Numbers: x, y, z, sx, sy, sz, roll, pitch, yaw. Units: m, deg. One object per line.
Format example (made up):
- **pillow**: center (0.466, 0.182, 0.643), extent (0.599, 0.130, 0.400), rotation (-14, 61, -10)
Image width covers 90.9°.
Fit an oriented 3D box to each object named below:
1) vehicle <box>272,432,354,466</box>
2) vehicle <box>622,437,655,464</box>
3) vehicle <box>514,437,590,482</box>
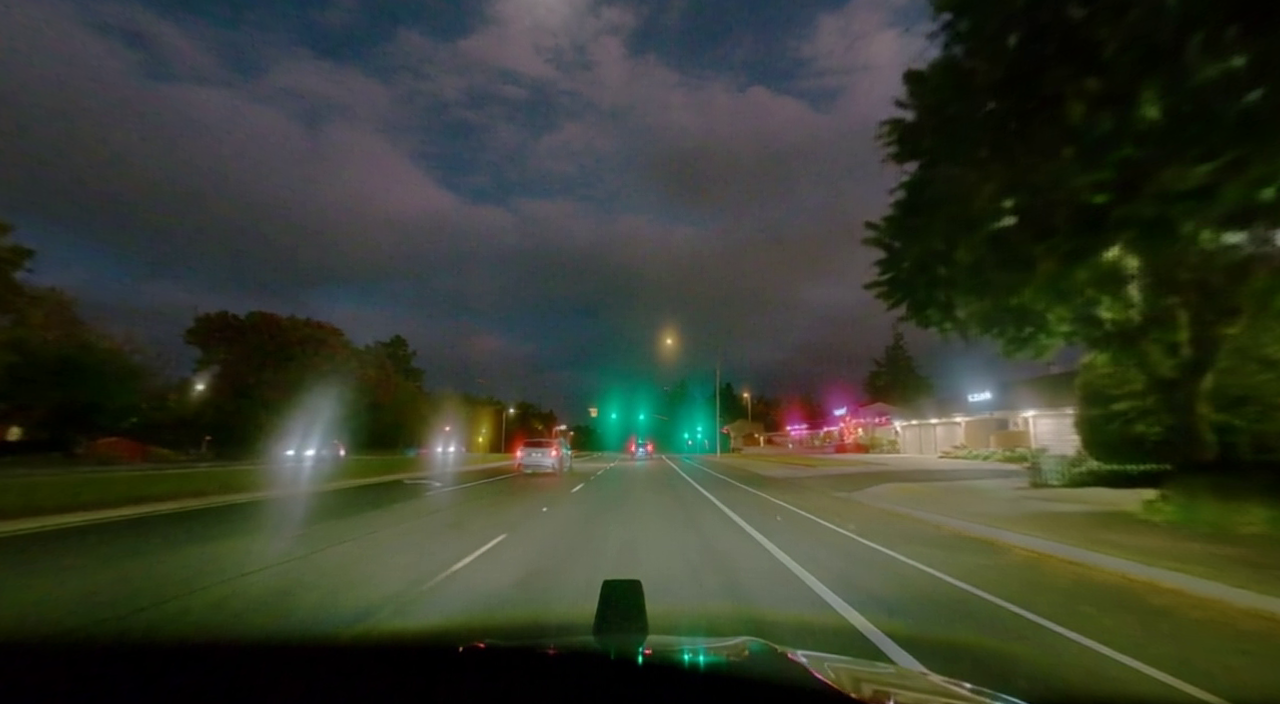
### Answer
- **vehicle**: center (-17.357, 5.174, 33.747), extent (2.032, 1.689, 4.624), rotation (0, -8, -2)
- **vehicle**: center (-0.103, 6.718, 43.166), extent (2.153, 1.764, 4.047), rotation (0, -8, 0)
- **vehicle**: center (-3.032, 3.829, 22.769), extent (2.015, 1.470, 4.458), rotation (0, -8, 1)
